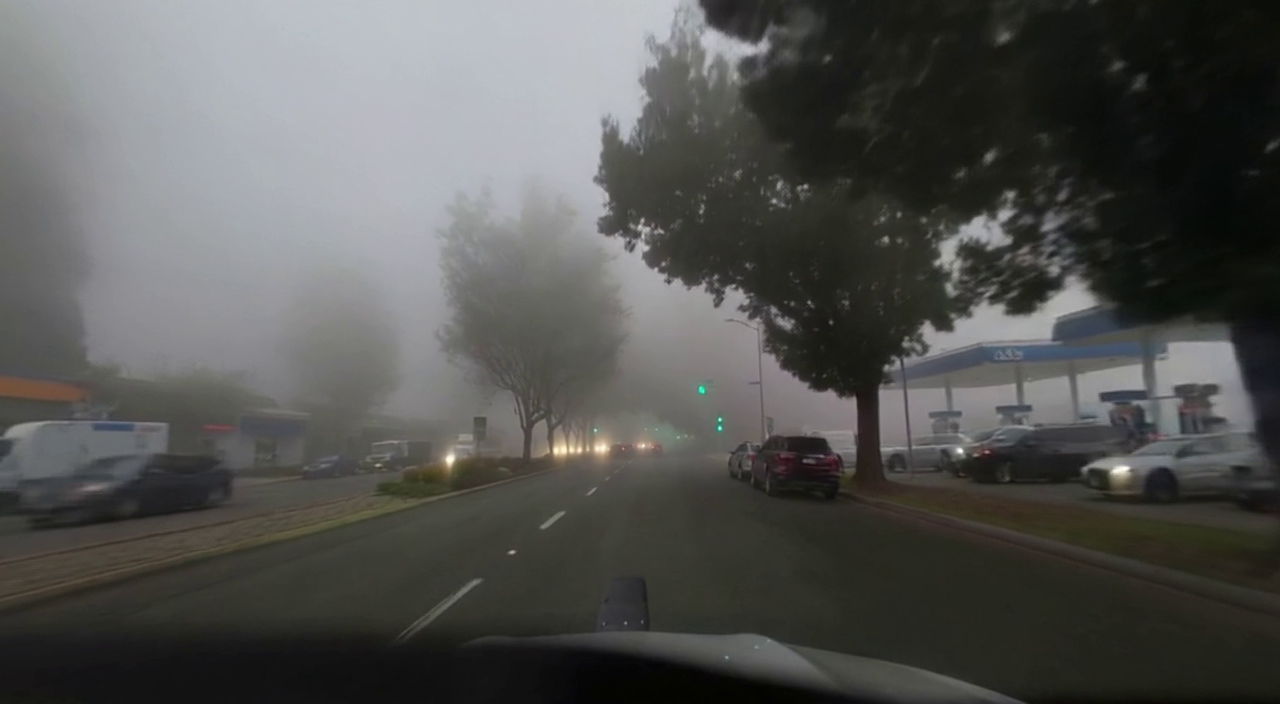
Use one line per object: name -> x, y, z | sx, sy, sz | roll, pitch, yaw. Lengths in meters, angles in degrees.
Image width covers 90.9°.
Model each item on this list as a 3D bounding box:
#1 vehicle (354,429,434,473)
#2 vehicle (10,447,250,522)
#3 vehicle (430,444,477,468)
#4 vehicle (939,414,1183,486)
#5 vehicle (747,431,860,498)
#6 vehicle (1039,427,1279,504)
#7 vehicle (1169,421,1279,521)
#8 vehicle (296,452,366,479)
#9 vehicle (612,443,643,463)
vehicle -> -18.051, 7.322, 46.859 | 2.837, 2.953, 7.214 | -1, -9, 2
vehicle -> -11.200, 2.895, 14.349 | 1.801, 1.407, 4.270 | -1, -9, 2
vehicle -> -13.660, 7.618, 46.418 | 1.977, 1.619, 4.612 | -1, -9, 1
vehicle -> 11.981, 2.834, 18.323 | 5.404, 1.914, 2.159 | -1, -9, 4
vehicle -> 4.623, 3.252, 18.594 | 2.179, 1.709, 4.512 | 0, -9, 1
vehicle -> 11.116, 2.322, 13.090 | 4.328, 1.455, 1.884 | -1, -9, 1
vehicle -> 11.863, 1.914, 10.410 | 4.435, 1.491, 1.882 | -1, -8, 2
vehicle -> -18.348, 6.720, 37.692 | 1.817, 1.460, 4.524 | 0, -9, 1
vehicle -> -0.904, 7.561, 47.175 | 1.959, 1.406, 4.272 | -1, -9, 3
